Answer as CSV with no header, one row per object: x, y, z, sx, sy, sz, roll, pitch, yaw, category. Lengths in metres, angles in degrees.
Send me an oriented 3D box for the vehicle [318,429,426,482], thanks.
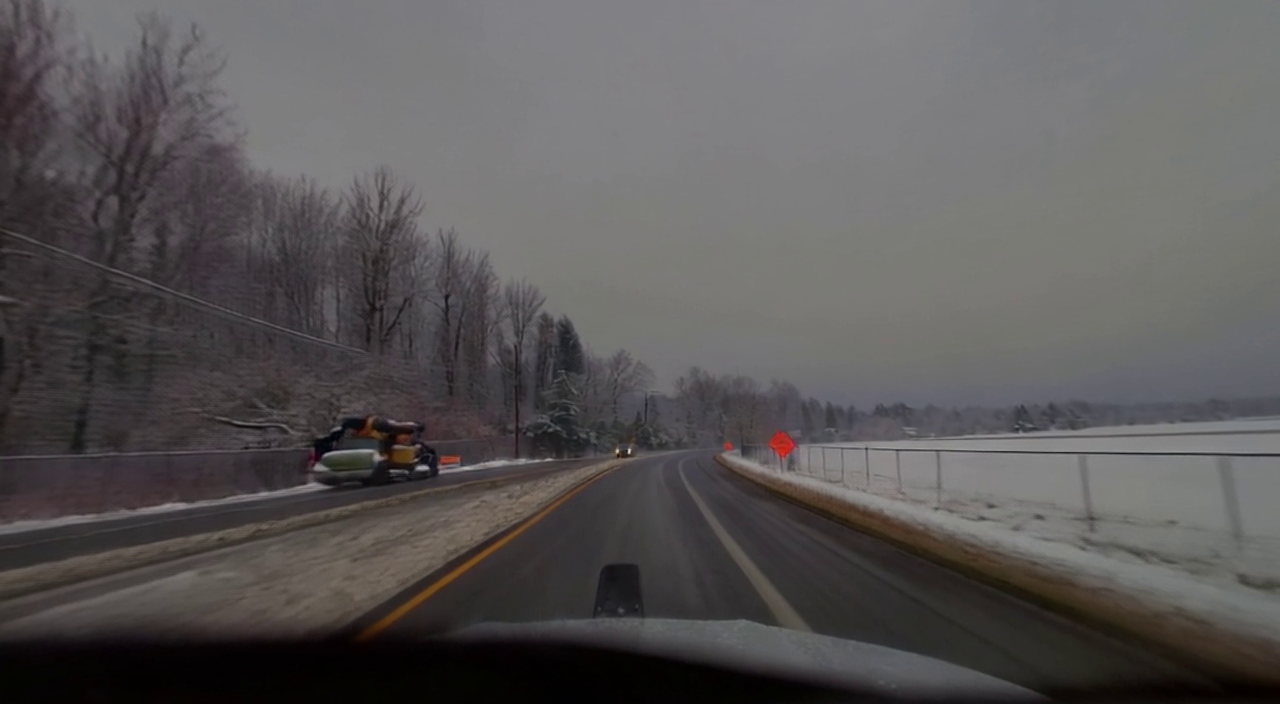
-11.694,4.574,28.228,2.244,2.022,6.102,-2,-8,-1,vehicle
